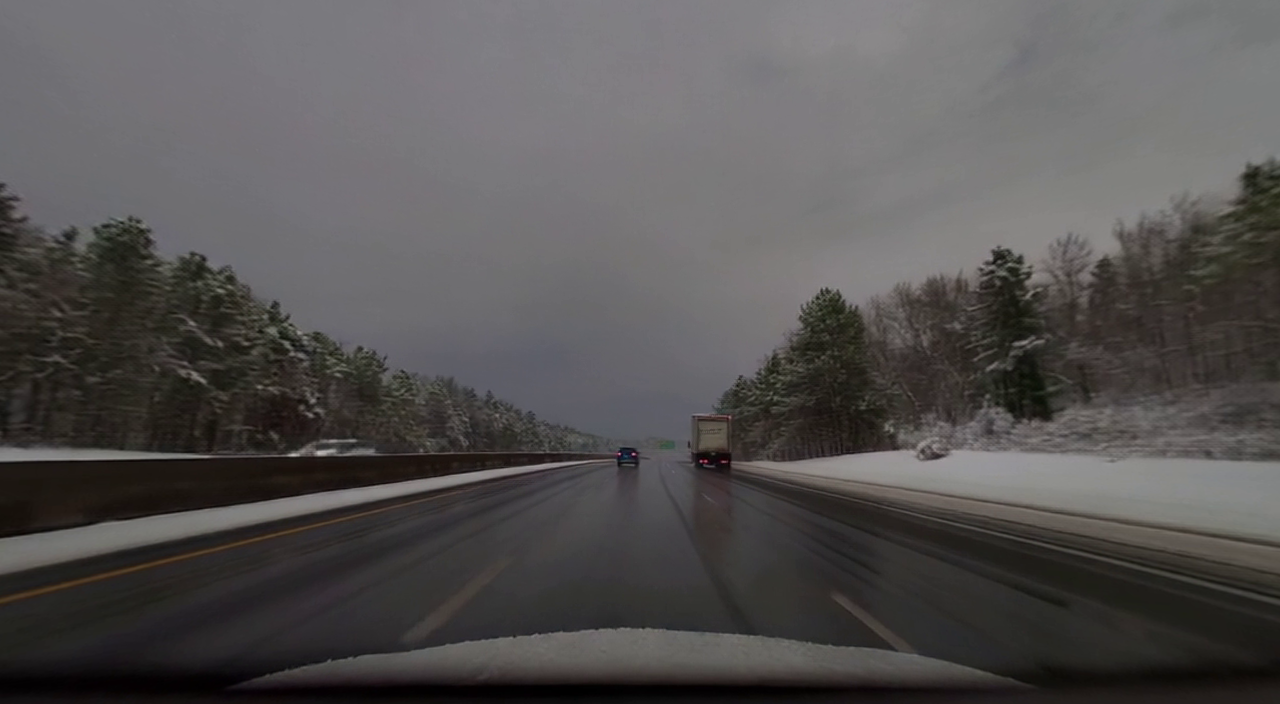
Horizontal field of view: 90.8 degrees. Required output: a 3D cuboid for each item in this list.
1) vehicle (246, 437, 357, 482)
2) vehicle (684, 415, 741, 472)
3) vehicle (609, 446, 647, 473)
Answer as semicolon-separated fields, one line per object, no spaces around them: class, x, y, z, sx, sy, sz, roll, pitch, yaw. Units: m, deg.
vehicle;-13.993;4.486;26.486;1.944;1.670;4.742;0;-9;1
vehicle;4.861;6.441;44.020;2.960;3.547;8.560;0;-9;0
vehicle;-0.748;7.248;42.728;2.297;1.683;4.385;0;-9;2
